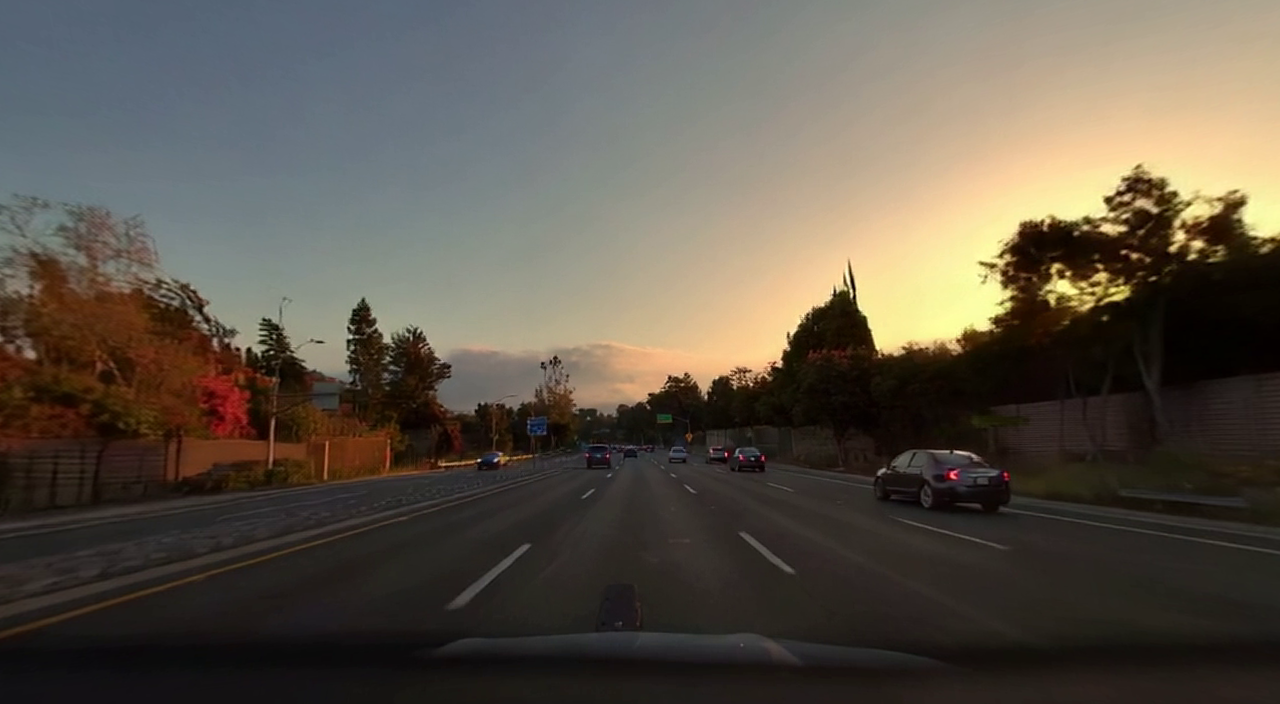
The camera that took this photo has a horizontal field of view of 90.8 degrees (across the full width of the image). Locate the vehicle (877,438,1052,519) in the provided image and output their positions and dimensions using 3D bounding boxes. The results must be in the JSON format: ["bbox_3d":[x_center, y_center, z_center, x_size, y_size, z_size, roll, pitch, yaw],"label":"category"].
[{"bbox_3d":[6.862,2.678,13.879,1.838,1.518,3.713,0,-8,-1],"label":"vehicle"}]

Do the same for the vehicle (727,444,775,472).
[{"bbox_3d":[6.611,6.339,37.997,1.987,1.597,4.463,0,-8,-1],"label":"vehicle"}]
